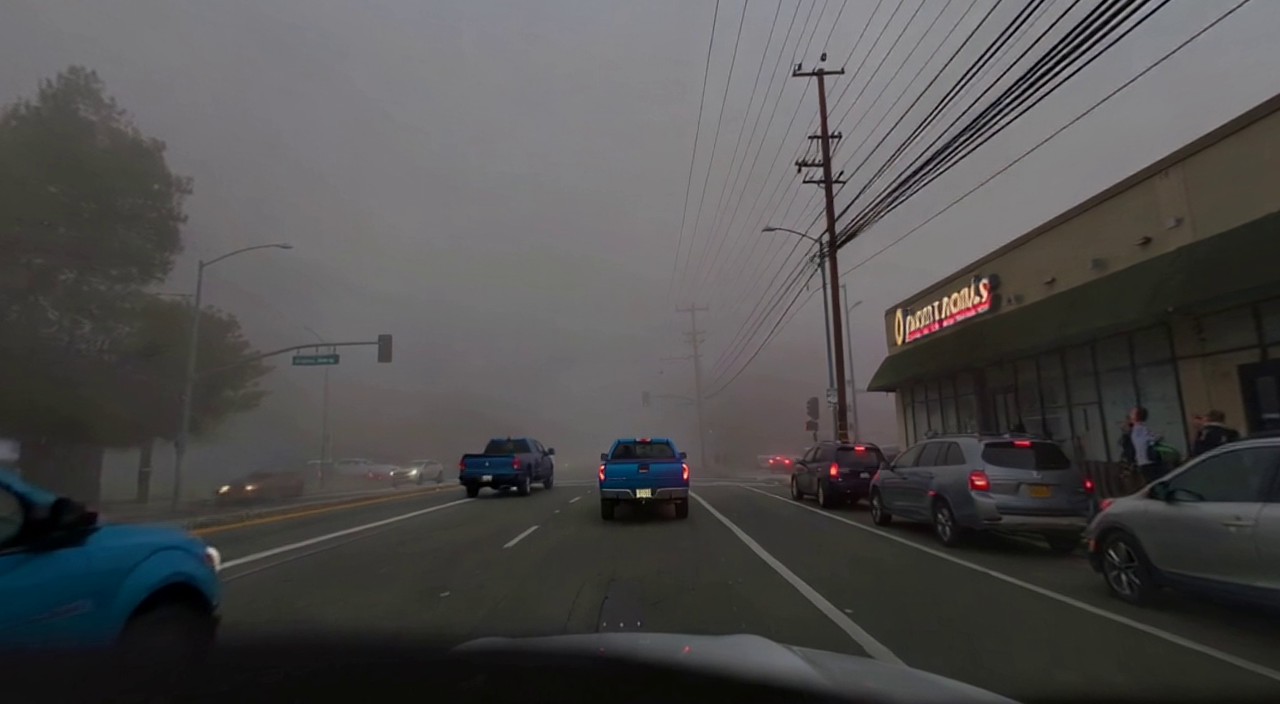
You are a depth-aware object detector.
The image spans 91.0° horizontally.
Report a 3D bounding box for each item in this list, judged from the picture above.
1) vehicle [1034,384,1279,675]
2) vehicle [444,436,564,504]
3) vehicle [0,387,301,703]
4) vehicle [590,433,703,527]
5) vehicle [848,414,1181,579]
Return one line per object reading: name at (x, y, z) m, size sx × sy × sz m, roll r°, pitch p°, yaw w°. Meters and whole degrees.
vehicle at (4.921, 1.093, 3.867) m, size 2.014 × 1.755 × 4.520 m, roll 0°, pitch -9°, yaw 0°
vehicle at (-3.923, 3.519, 19.323) m, size 2.140 × 1.768 × 5.092 m, roll 0°, pitch -9°, yaw 5°
vehicle at (-3.209, 0.809, 1.550) m, size 1.995 × 1.554 × 4.618 m, roll 0°, pitch -9°, yaw 3°
vehicle at (0.203, 2.742, 14.112) m, size 2.089 × 1.699 × 4.650 m, roll 0°, pitch -9°, yaw 2°
vehicle at (4.926, 1.960, 9.421) m, size 2.007 × 1.786 × 4.870 m, roll 0°, pitch -9°, yaw 1°
